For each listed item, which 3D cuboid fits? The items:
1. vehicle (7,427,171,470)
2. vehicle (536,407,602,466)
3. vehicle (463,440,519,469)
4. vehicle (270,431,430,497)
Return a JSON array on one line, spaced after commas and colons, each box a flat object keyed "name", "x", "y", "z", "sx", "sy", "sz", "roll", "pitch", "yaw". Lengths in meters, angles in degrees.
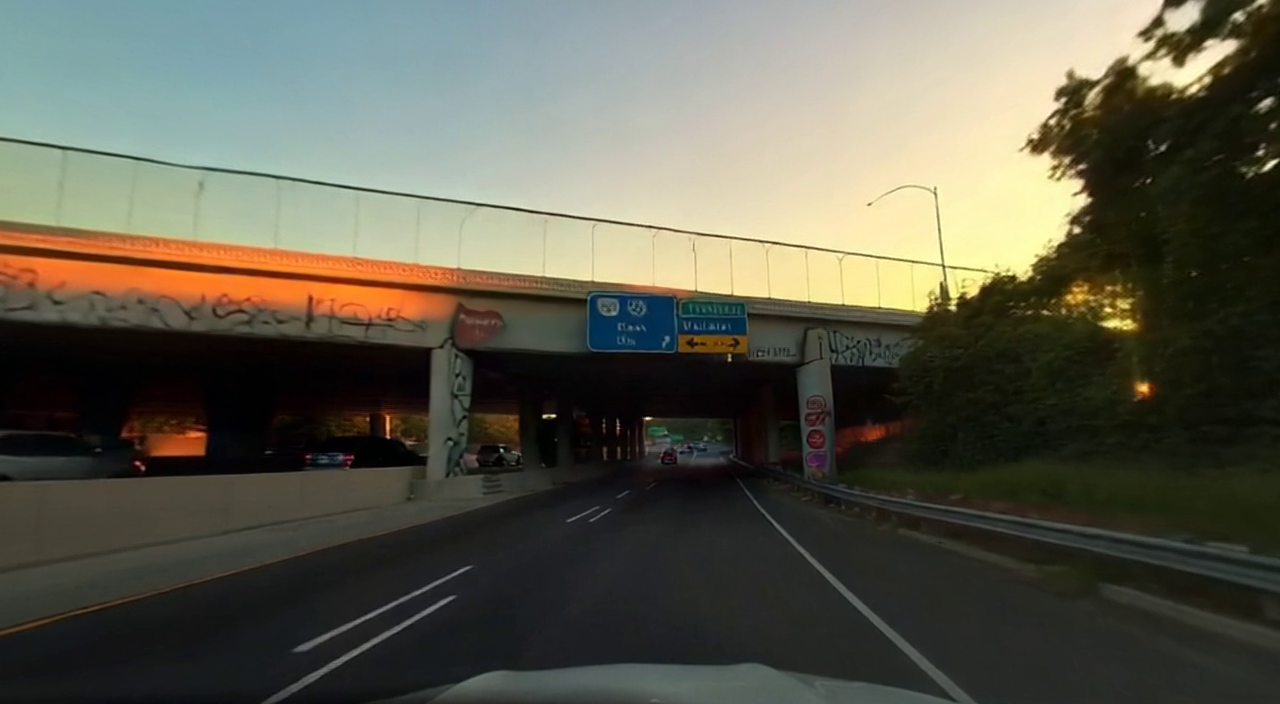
[{"name": "vehicle", "x": -20.404, "y": 3.621, "z": 23.694, "sx": 1.833, "sy": 1.452, "sz": 4.450, "roll": -1, "pitch": -9, "yaw": 7}, {"name": "vehicle", "x": -5.088, "y": 6.389, "z": 47.425, "sx": 2.942, "sy": 3.975, "sz": 9.515, "roll": -1, "pitch": -8, "yaw": 6}, {"name": "vehicle", "x": -9.497, "y": 6.548, "z": 40.598, "sx": 1.962, "sy": 1.731, "sz": 4.523, "roll": -1, "pitch": -8, "yaw": 7}, {"name": "vehicle", "x": -8.012, "y": 3.124, "z": 18.033, "sx": 1.979, "sy": 1.600, "sz": 4.516, "roll": -1, "pitch": -8, "yaw": 7}]
